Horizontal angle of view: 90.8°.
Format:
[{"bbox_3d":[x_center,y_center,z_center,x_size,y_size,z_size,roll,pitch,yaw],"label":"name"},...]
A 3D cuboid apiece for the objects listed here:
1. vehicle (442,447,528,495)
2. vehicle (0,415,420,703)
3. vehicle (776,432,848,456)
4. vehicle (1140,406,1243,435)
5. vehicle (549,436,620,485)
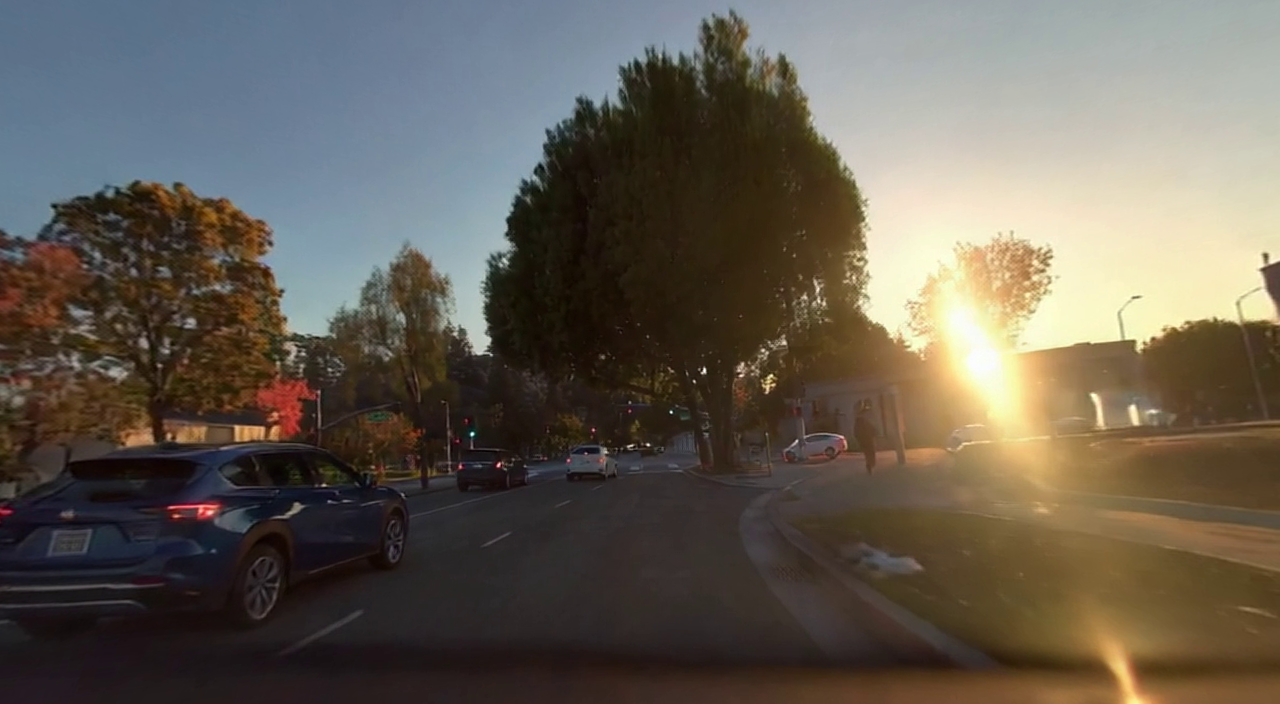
[{"bbox_3d":[-6.452,4.976,26.871,2.160,1.779,4.549,-3,-9,5],"label":"vehicle"},{"bbox_3d":[-3.808,1.528,5.735,2.002,1.664,4.113,-2,-8,3],"label":"vehicle"},{"bbox_3d":[13.242,7.162,48.836,4.916,1.746,2.077,-7,-11,36],"label":"vehicle"},{"bbox_3d":[36.352,4.602,41.831,4.852,1.680,1.997,-6,-11,36],"label":"vehicle"},{"bbox_3d":[-2.277,4.641,27.074,2.167,1.832,4.679,-2,-10,6],"label":"vehicle"}]
